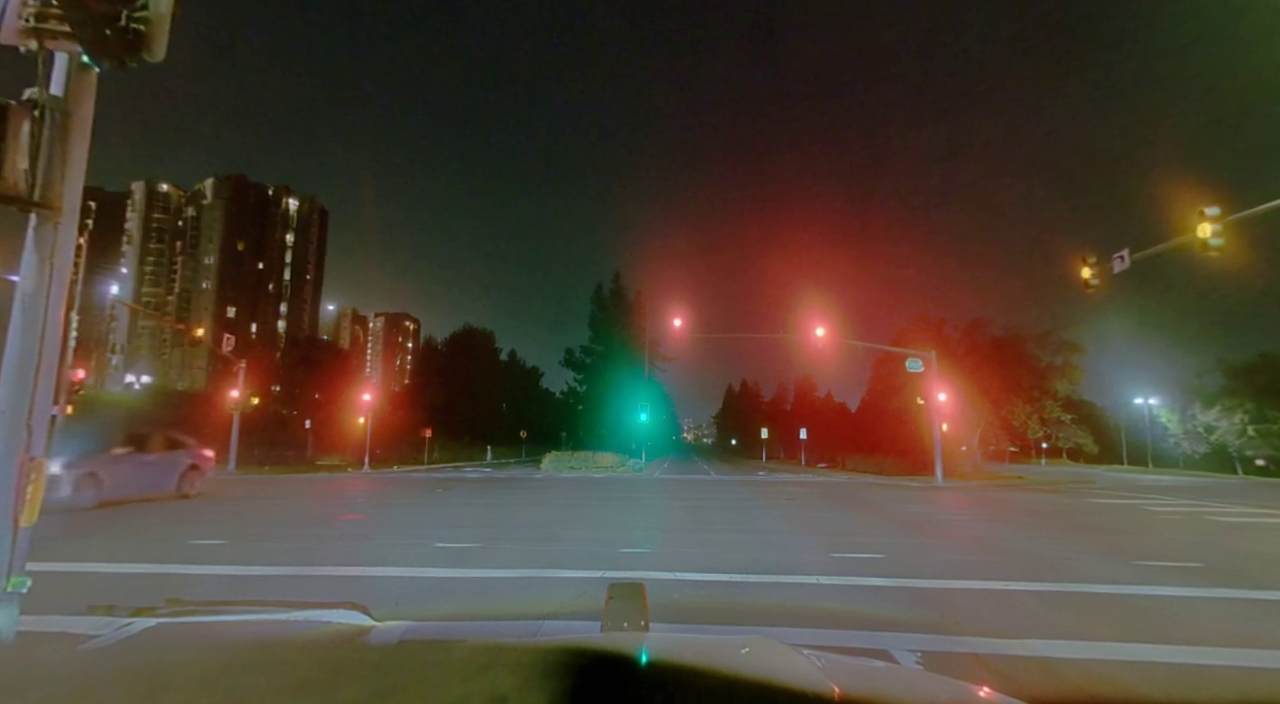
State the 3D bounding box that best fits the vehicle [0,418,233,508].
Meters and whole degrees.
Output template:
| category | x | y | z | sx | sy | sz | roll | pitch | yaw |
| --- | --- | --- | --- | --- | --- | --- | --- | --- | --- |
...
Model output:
| category | x | y | z | sx | sy | sz | roll | pitch | yaw |
| --- | --- | --- | --- | --- | --- | --- | --- | --- | --- |
| vehicle | -12.739 | 2.634 | 15.392 | 2.238 | 1.827 | 5.007 | 0 | -8 | 0 |
